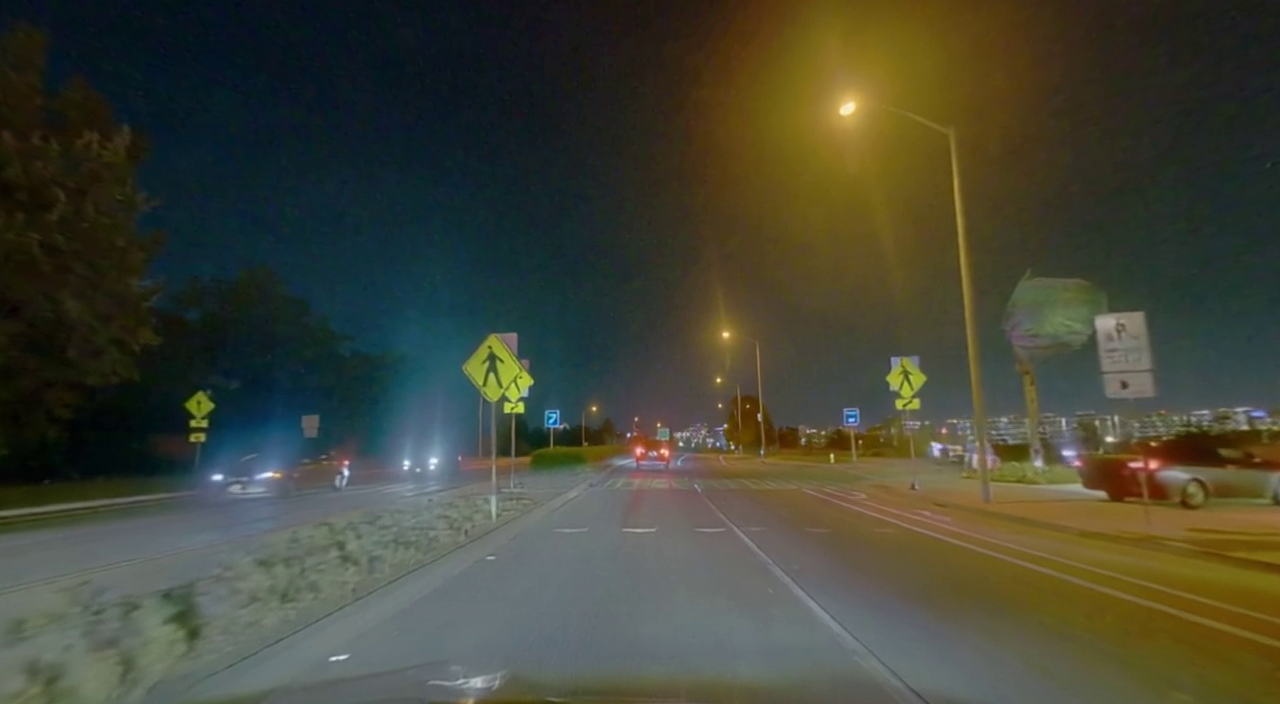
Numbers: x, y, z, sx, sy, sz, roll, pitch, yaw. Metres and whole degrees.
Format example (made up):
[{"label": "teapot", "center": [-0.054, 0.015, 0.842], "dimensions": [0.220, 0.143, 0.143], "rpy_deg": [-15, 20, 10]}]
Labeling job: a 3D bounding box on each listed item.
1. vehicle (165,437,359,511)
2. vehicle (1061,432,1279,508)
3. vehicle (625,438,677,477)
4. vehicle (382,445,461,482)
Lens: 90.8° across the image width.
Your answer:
[{"label": "vehicle", "center": [-10.462, 3.396, 18.174], "dimensions": [2.162, 1.767, 5.368], "rpy_deg": [-1, -9, 1]}, {"label": "vehicle", "center": [11.918, 2.448, 13.373], "dimensions": [4.627, 1.444, 1.956], "rpy_deg": [0, -9, -3]}, {"label": "vehicle", "center": [0.512, 4.734, 28.527], "dimensions": [2.158, 1.600, 3.865], "rpy_deg": [-1, -8, 2]}, {"label": "vehicle", "center": [-10.160, 5.210, 29.767], "dimensions": [2.197, 1.606, 4.034], "rpy_deg": [-1, -9, 2]}]
